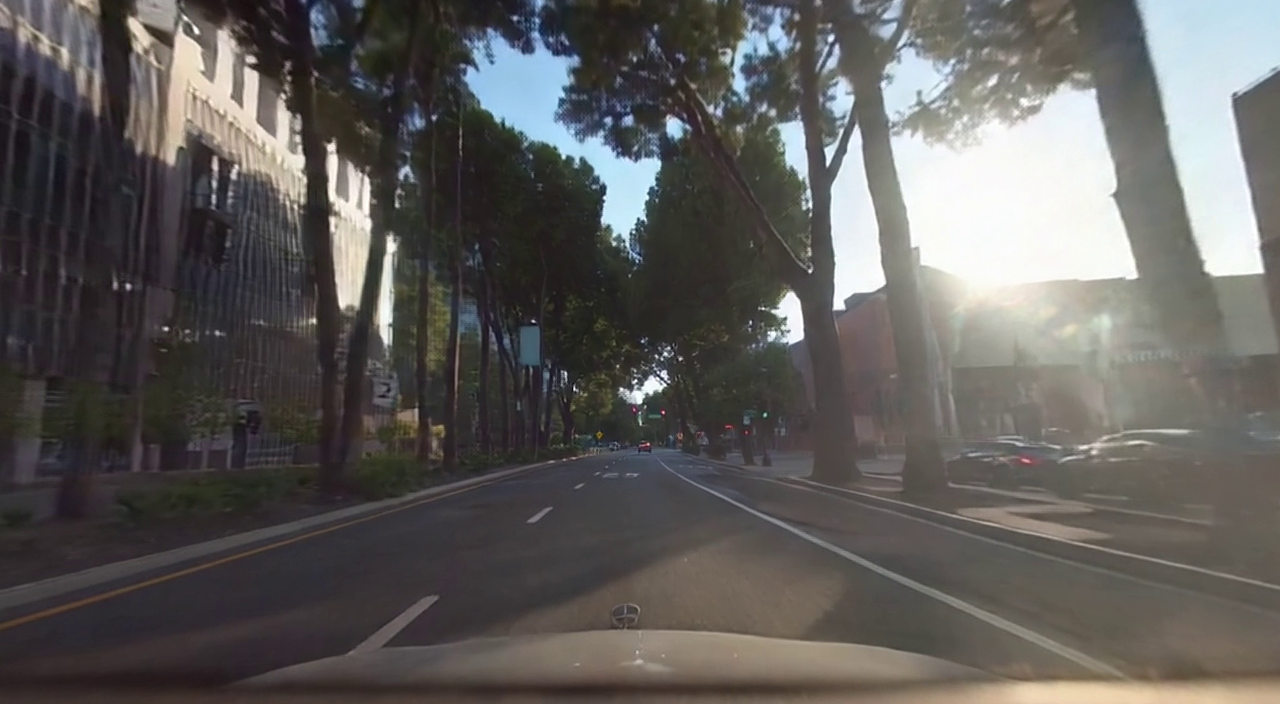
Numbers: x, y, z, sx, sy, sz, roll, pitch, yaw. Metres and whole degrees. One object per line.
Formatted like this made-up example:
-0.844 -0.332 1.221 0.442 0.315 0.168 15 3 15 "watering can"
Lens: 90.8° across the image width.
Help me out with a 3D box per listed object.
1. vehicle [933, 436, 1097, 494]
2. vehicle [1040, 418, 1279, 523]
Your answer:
10.913 3.310 18.919 2.043 1.491 4.627 0 -8 0 "vehicle"
10.771 2.326 12.941 1.947 1.716 4.861 0 -8 0 "vehicle"
